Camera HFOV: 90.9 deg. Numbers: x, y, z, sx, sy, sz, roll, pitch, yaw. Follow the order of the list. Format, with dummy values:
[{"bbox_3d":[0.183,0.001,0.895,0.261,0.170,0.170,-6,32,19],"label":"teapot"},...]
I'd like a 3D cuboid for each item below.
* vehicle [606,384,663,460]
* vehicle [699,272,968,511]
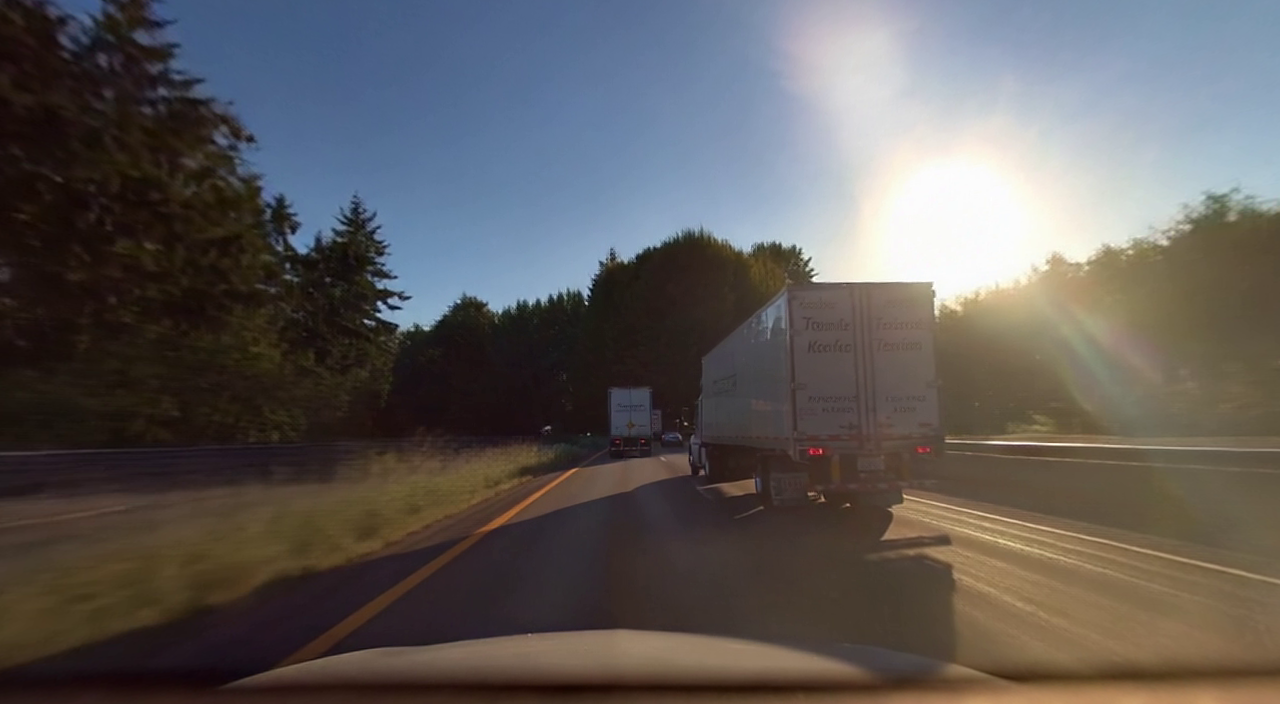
[{"bbox_3d":[-0.347,4.322,37.728,2.958,3.917,10.196,0,-8,-1],"label":"vehicle"},{"bbox_3d":[3.988,1.613,18.125,2.856,4.145,14.500,0,-8,-1],"label":"vehicle"}]
